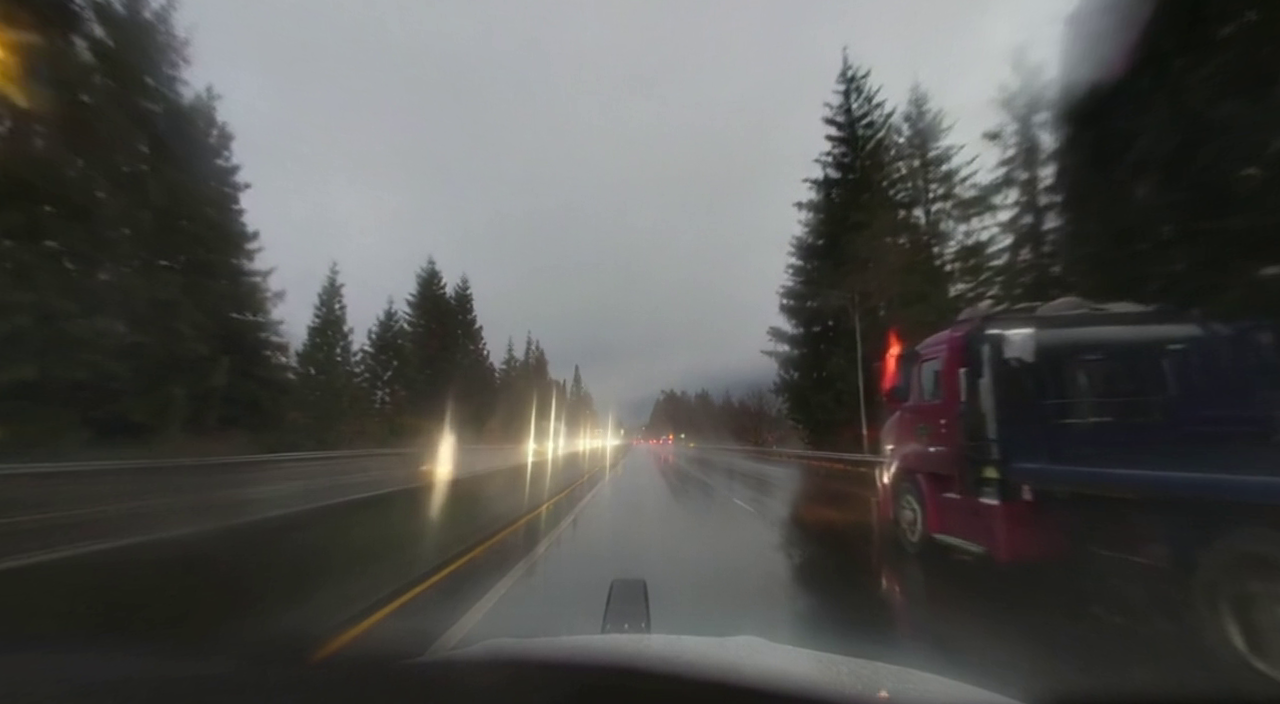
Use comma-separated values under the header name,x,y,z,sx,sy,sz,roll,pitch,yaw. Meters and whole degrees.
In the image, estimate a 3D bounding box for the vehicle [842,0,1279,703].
name,x,y,z,sx,sy,sz,roll,pitch,yaw
vehicle,4.025,-0.089,4.236,3.057,4.041,6.788,0,-8,1
